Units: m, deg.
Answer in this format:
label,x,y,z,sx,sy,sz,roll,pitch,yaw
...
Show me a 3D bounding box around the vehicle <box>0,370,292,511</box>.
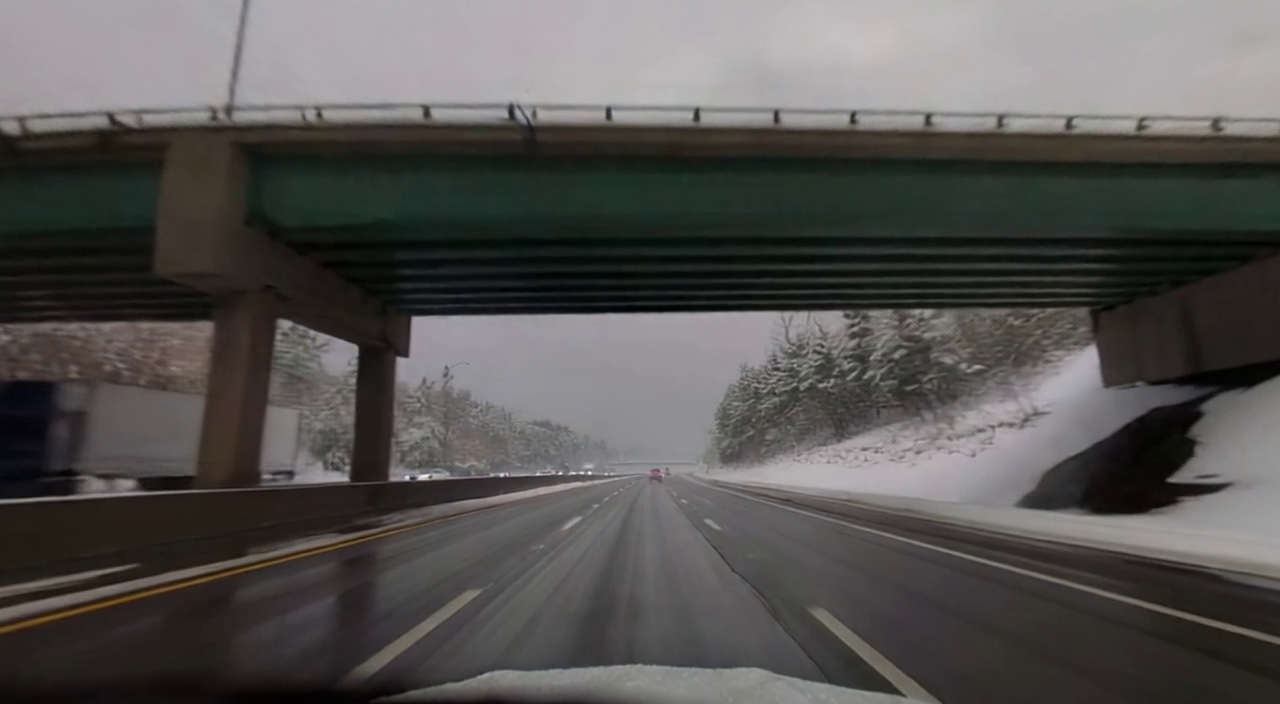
label,x,y,z,sx,sy,sz,roll,pitch,yaw
vehicle,-19.404,3.801,25.124,2.892,4.079,13.485,0,-11,1
